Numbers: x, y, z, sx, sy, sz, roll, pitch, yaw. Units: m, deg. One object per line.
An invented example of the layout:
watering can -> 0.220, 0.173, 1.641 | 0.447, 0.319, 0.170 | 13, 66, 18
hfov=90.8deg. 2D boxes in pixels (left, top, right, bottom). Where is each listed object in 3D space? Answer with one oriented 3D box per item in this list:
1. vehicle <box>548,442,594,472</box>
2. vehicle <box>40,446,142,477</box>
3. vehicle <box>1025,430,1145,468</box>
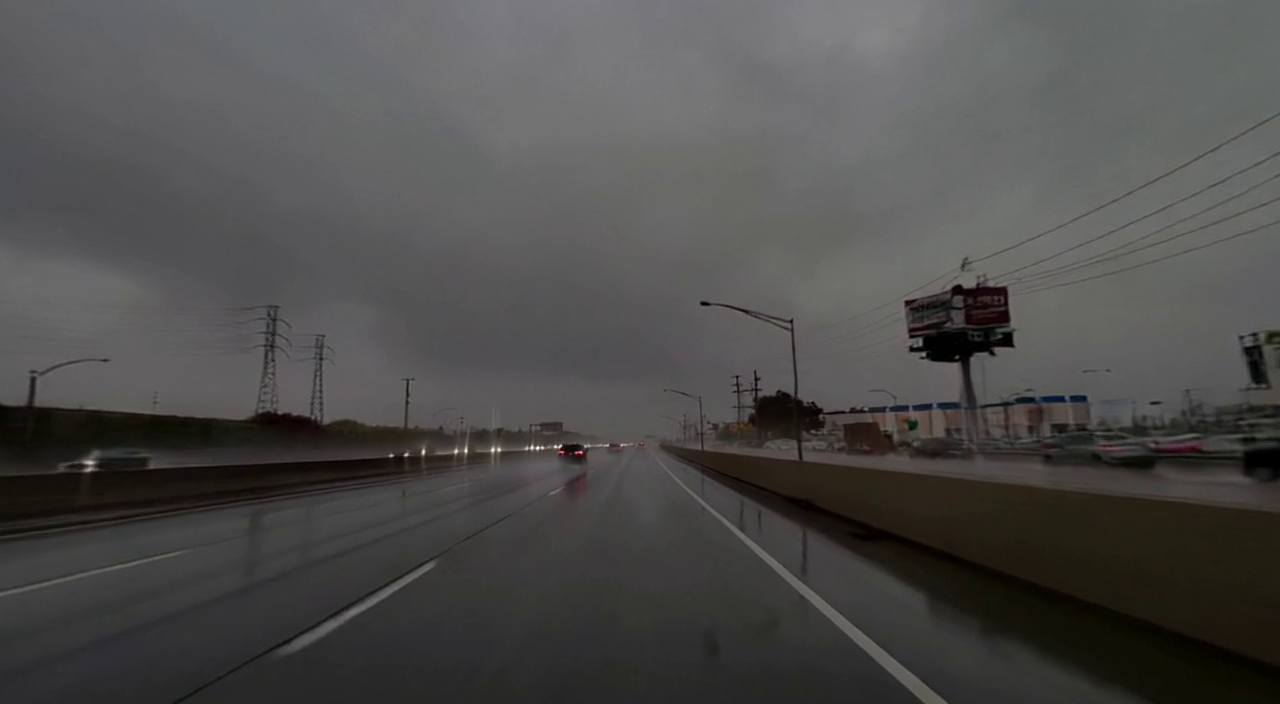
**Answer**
vehicle -> -3.684, 5.679, 34.419 | 1.940, 1.479, 4.545 | 0, -9, 1
vehicle -> -33.101, 6.578, 38.272 | 1.994, 1.741, 4.559 | 0, -9, 1
vehicle -> 19.041, 4.192, 27.337 | 1.826, 1.487, 4.419 | 0, -9, -3
